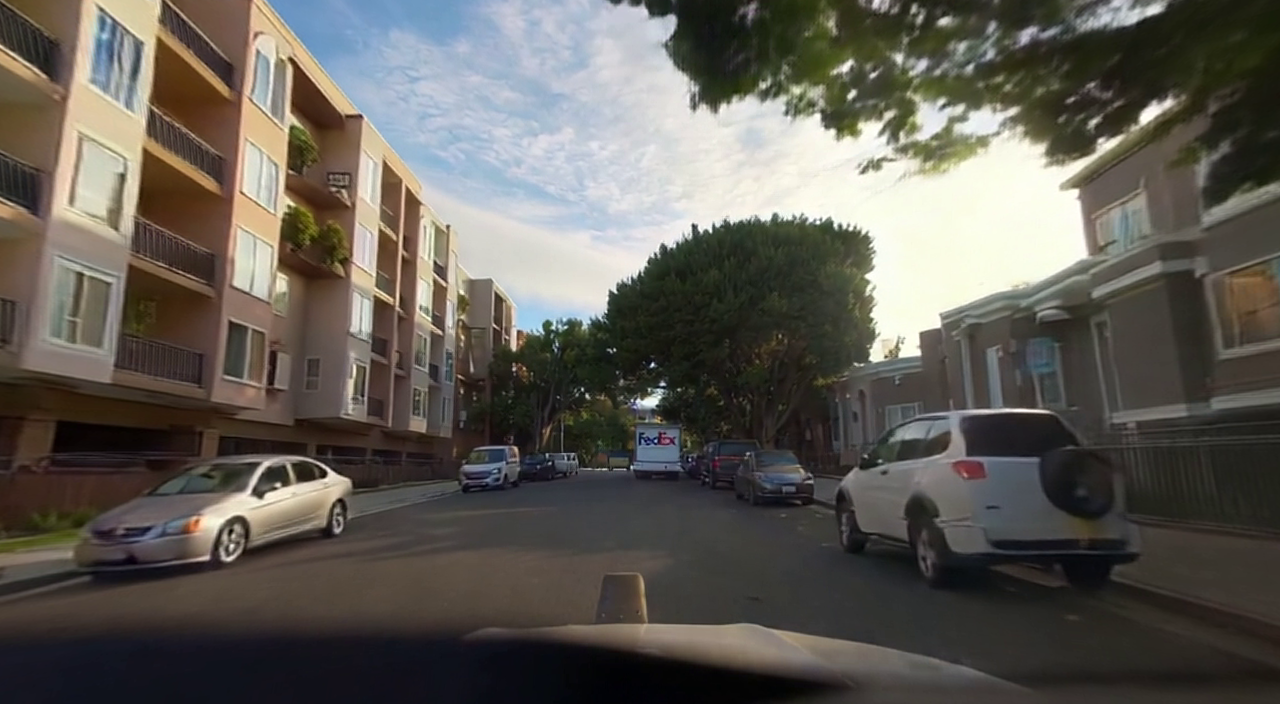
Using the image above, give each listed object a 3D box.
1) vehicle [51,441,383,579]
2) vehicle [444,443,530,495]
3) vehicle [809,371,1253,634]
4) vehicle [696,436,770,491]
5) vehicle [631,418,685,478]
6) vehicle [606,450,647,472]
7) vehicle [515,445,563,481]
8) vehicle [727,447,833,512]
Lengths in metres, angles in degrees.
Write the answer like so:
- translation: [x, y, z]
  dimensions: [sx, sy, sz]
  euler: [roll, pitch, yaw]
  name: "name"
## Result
- translation: [-5.724, 2.131, 9.413]
  dimensions: [1.888, 1.546, 4.306]
  euler: [0, -9, 1]
  name: "vehicle"
- translation: [-5.694, 4.392, 24.130]
  dimensions: [2.089, 1.757, 4.256]
  euler: [0, -9, 2]
  name: "vehicle"
- translation: [3.630, 1.466, 7.053]
  dimensions: [2.099, 2.018, 4.087]
  euler: [0, -9, -4]
  name: "vehicle"
- translation: [3.692, 4.543, 26.112]
  dimensions: [2.221, 1.991, 5.564]
  euler: [0, -9, 0]
  name: "vehicle"
- translation: [0.940, 5.870, 38.822]
  dimensions: [2.930, 3.275, 8.180]
  euler: [0, -9, -1]
  name: "vehicle"
- translation: [-0.943, 8.021, 46.665]
  dimensions: [1.981, 1.500, 3.992]
  euler: [-2, -9, 14]
  name: "vehicle"
- translation: [-5.564, 6.164, 35.346]
  dimensions: [2.020, 1.867, 4.654]
  euler: [0, -9, -1]
  name: "vehicle"
- translation: [3.575, 3.316, 17.049]
  dimensions: [1.877, 1.500, 4.407]
  euler: [0, -9, 0]
  name: "vehicle"
